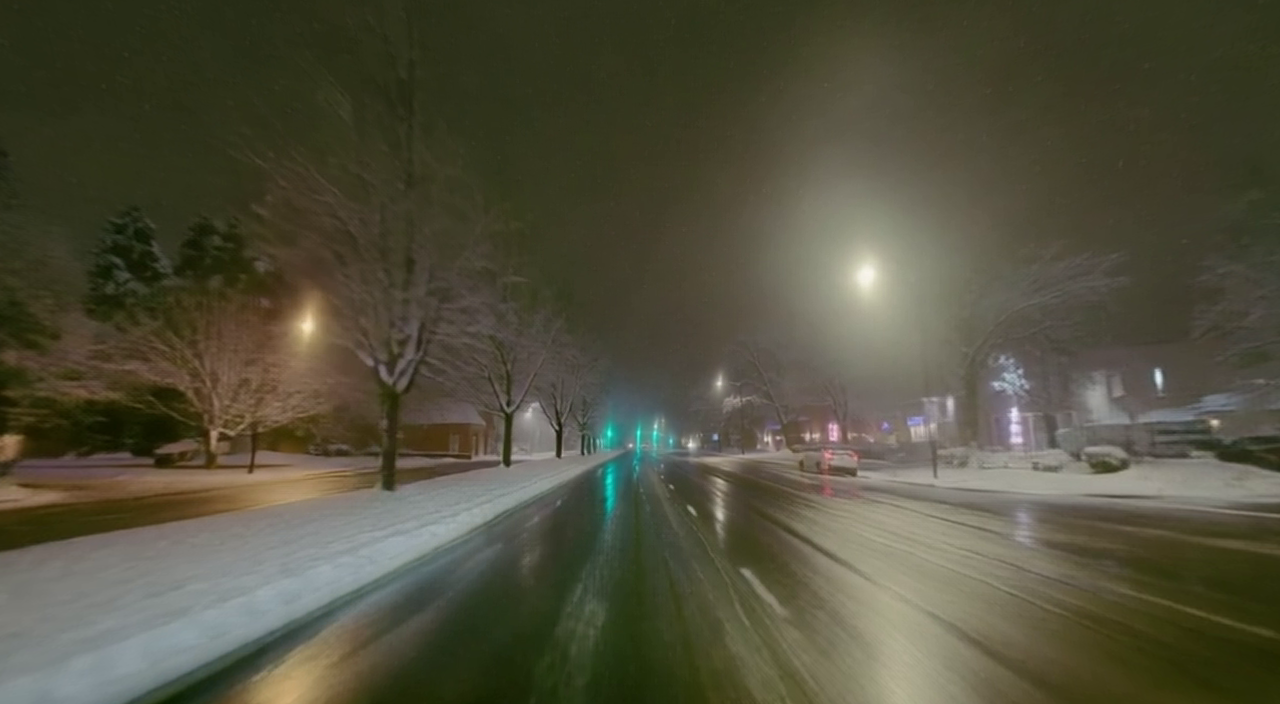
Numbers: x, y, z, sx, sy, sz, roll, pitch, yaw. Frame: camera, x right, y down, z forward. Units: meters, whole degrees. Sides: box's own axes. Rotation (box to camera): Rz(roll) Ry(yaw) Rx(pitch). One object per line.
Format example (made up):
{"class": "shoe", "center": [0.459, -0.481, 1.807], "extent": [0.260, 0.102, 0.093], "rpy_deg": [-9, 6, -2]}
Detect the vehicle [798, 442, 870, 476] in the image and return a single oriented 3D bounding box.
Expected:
{"class": "vehicle", "center": [9.489, 5.272, 31.327], "extent": [1.981, 1.557, 4.456], "rpy_deg": [1, -9, -3]}
